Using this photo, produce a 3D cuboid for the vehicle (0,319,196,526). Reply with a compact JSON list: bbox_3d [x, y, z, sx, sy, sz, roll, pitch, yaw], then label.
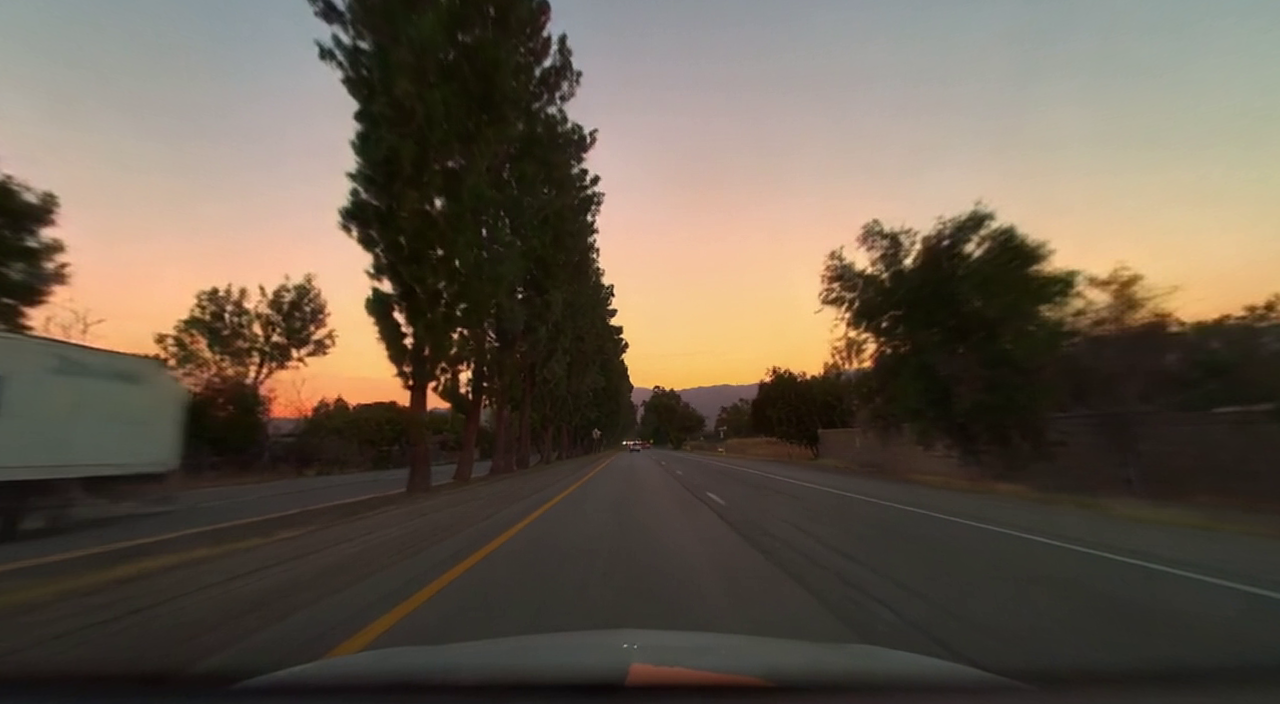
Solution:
[{"bbox_3d":[-13.506,1.491,12.939,2.809,3.856,7.984,0,-9,0],"label":"vehicle"}]
